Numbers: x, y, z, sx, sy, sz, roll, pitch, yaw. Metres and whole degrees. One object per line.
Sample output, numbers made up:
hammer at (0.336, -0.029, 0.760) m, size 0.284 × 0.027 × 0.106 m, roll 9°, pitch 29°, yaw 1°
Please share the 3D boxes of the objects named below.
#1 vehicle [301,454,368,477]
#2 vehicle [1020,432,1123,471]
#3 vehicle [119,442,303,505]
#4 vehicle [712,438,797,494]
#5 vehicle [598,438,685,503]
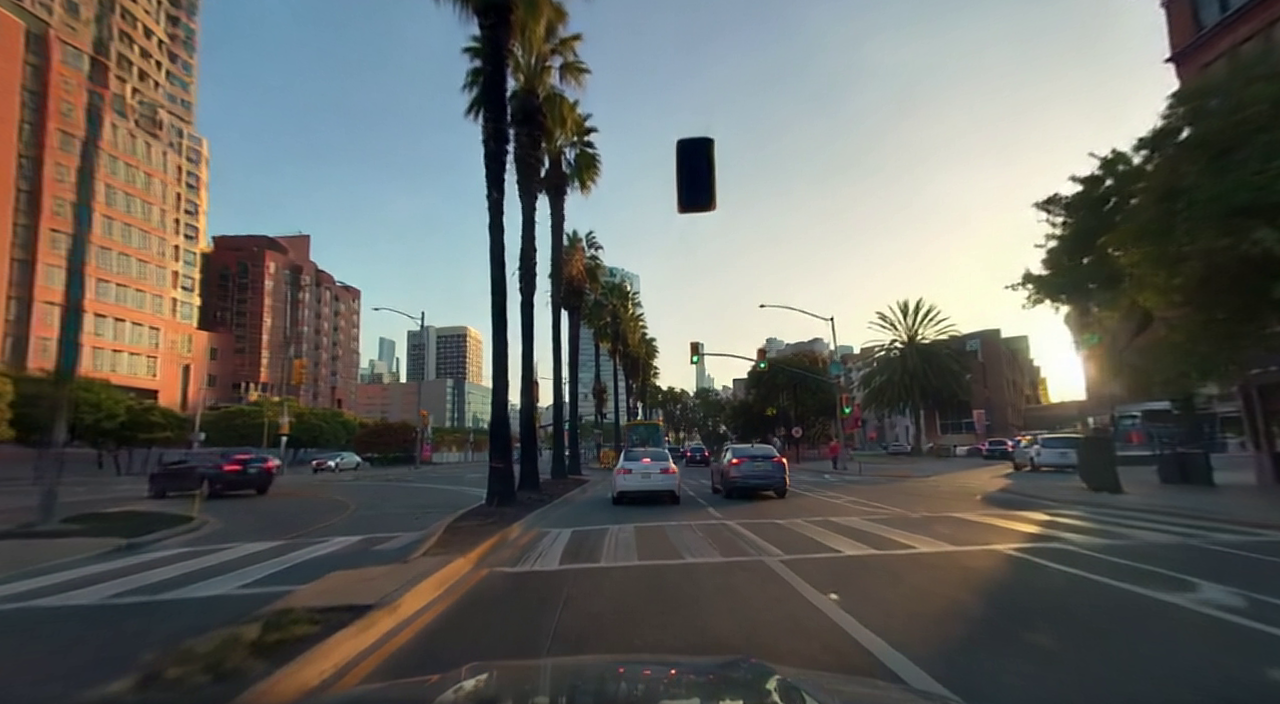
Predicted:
vehicle at (-22.302, 8.281, 46.321) m, size 1.809 × 1.472 × 4.601 m, roll -2°, pitch -9°, yaw 13°
vehicle at (20.337, 4.727, 30.089) m, size 1.959 × 1.674 × 4.706 m, roll -1°, pitch -9°, yaw 6°
vehicle at (-11.602, 3.218, 17.085) m, size 4.435 × 1.501 × 1.977 m, roll -4°, pitch -9°, yaw 24°
vehicle at (3.348, 3.413, 19.232) m, size 1.909 × 1.500 × 3.524 m, roll 0°, pitch -9°, yaw 0°
vehicle at (0.055, 3.054, 16.684) m, size 2.048 × 1.503 × 3.681 m, roll 0°, pitch -9°, yaw 1°
